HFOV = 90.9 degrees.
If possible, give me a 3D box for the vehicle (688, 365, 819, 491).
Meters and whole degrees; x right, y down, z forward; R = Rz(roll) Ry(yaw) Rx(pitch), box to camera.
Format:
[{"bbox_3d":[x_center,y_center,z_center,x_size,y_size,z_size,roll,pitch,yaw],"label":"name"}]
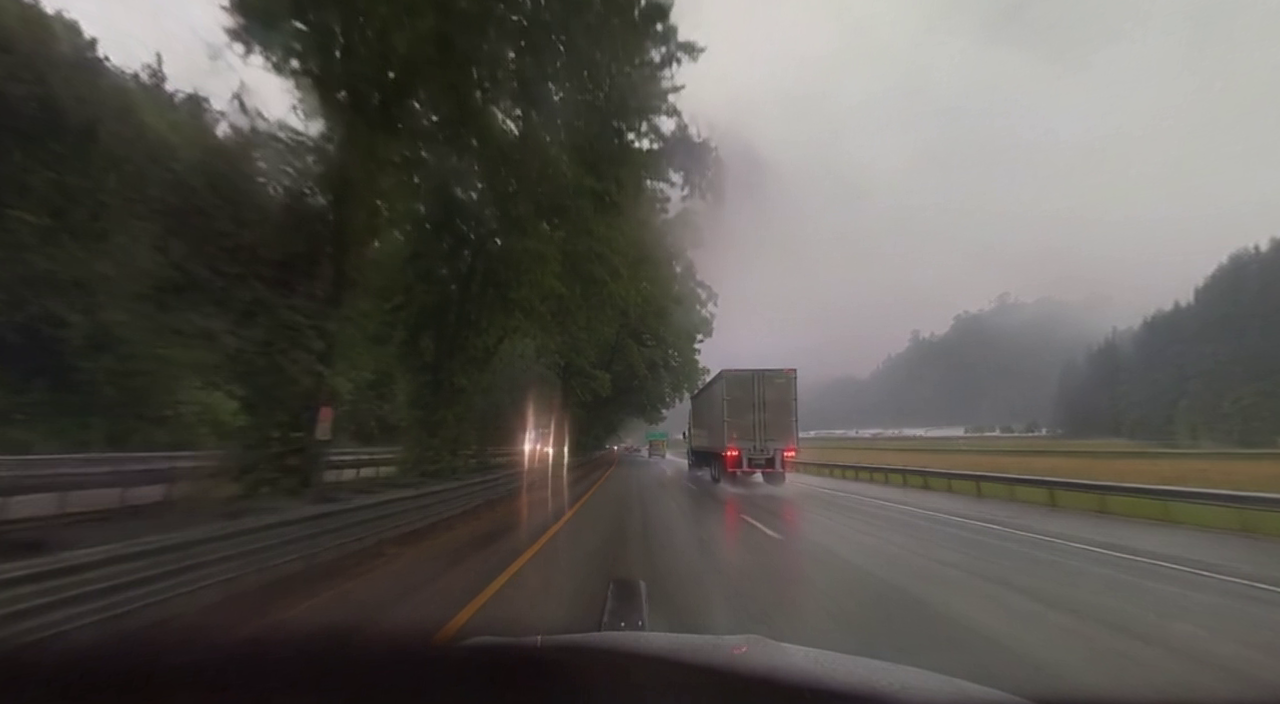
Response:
[{"bbox_3d":[4.139,3.464,26.958,2.950,4.033,13.276,0,-9,-1],"label":"vehicle"}]
